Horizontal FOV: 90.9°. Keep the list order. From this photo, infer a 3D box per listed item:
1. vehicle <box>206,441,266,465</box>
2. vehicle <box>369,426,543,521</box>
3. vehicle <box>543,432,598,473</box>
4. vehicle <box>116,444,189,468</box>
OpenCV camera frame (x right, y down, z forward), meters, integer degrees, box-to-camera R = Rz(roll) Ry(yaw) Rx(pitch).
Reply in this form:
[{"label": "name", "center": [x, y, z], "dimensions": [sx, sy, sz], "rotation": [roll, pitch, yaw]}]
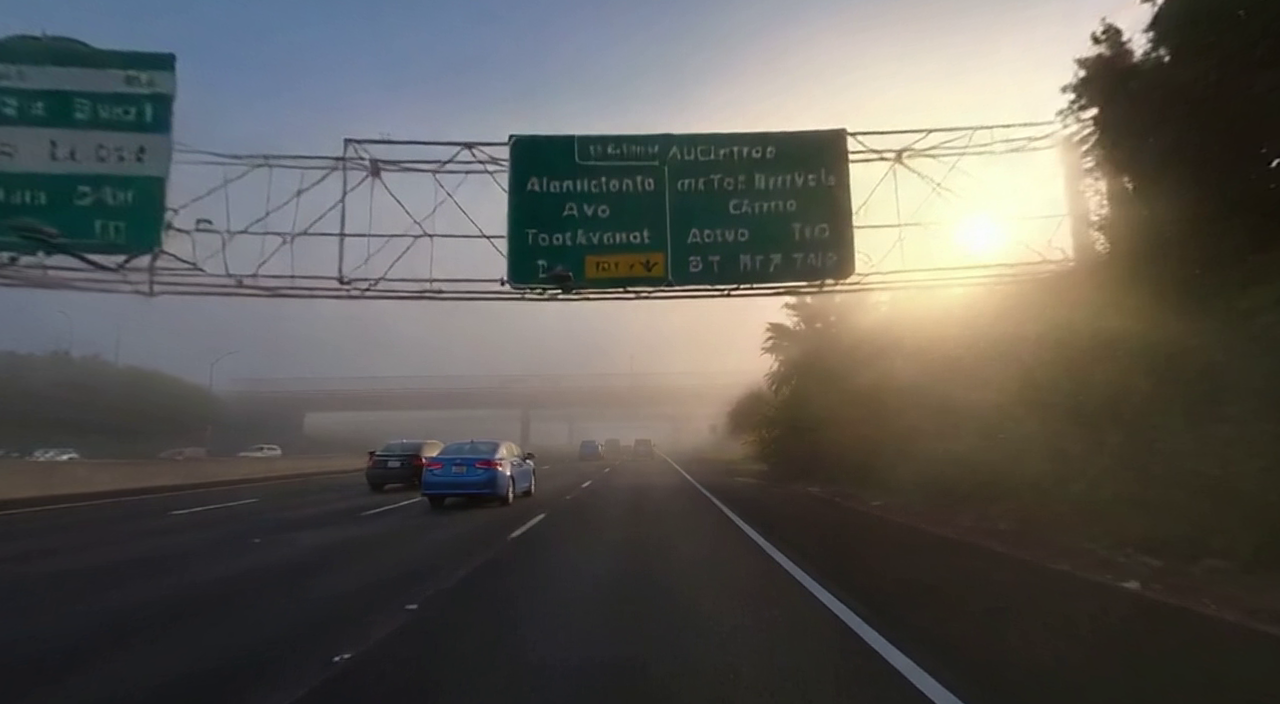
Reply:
[{"label": "vehicle", "center": [-24.858, 6.220, 38.905], "dimensions": [1.497, 1.395, 3.408], "rotation": [0, -8, -2]}, {"label": "vehicle", "center": [-3.566, 2.450, 13.315], "dimensions": [2.210, 1.628, 4.586], "rotation": [-1, -8, 1]}, {"label": "vehicle", "center": [-3.283, 4.843, 30.589], "dimensions": [2.080, 1.811, 4.644], "rotation": [-1, -8, 1]}, {"label": "vehicle", "center": [-32.164, 6.831, 41.709], "dimensions": [1.789, 1.518, 3.677], "rotation": [-1, -8, 2]}]
